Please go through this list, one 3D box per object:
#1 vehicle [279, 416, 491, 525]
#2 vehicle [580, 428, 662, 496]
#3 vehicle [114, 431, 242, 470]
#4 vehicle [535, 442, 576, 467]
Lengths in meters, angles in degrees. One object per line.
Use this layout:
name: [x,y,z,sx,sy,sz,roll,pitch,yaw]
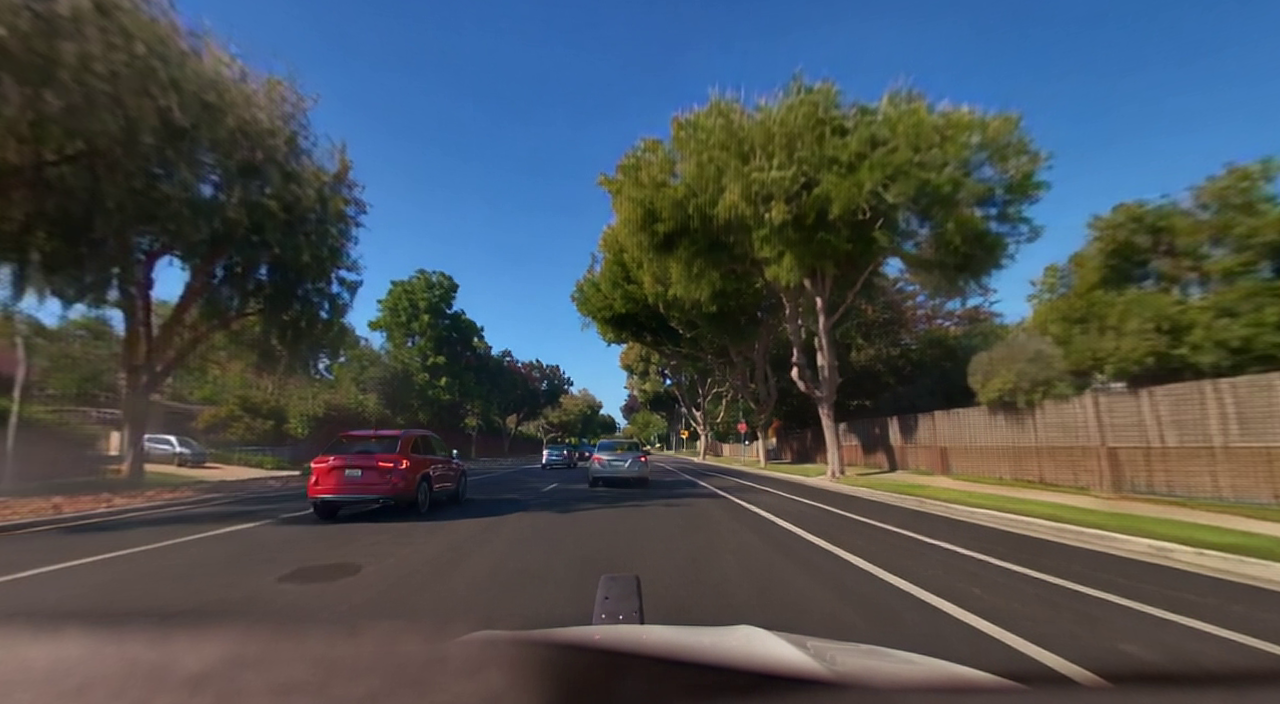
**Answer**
vehicle: [-4.598,2.223,12.393,2.243,1.722,4.621,0,-8,0]
vehicle: [-0.522,3.178,18.616,2.131,1.761,4.242,0,-8,-1]
vehicle: [-25.689,5.504,35.301,5.216,2.058,2.299,0,-8,-1]
vehicle: [-5.327,6.510,40.301,2.014,1.493,4.658,0,-8,-1]
